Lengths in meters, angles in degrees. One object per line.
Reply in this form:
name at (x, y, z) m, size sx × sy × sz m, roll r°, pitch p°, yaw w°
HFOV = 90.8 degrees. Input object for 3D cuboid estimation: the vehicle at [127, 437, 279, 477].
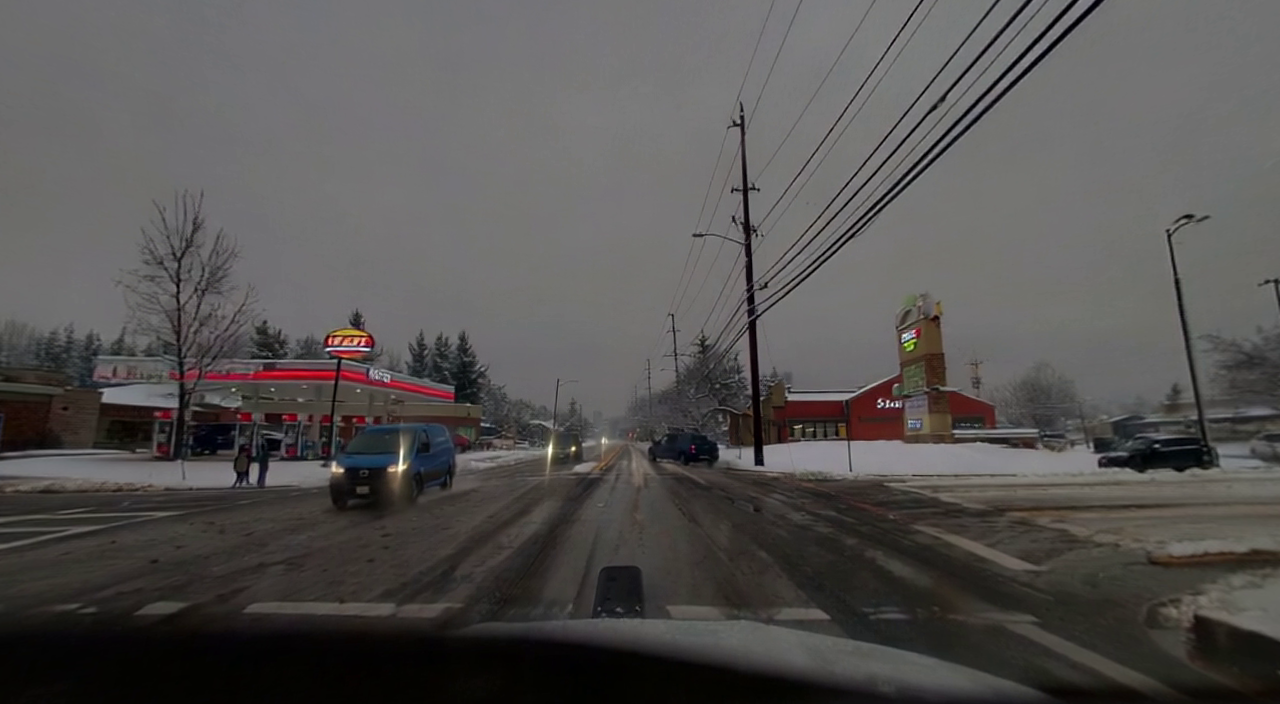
vehicle at (-17.510, 4.180, 25.371) m, size 5.116 × 1.487 × 1.928 m, roll -2°, pitch -9°, yaw 12°

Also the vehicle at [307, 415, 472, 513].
vehicle at (-5.668, 2.609, 15.144) m, size 2.222 × 1.931 × 4.882 m, roll 1°, pitch -9°, yaw -4°

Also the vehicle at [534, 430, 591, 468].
vehicle at (-3.939, 5.049, 32.999) m, size 2.274 × 1.844 × 4.843 m, roll 0°, pitch -8°, yaw 1°

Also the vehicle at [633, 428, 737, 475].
vehicle at (1.667, 3.923, 24.967) m, size 2.000 × 1.663 × 4.271 m, roll 5°, pitch -10°, yaw -31°
